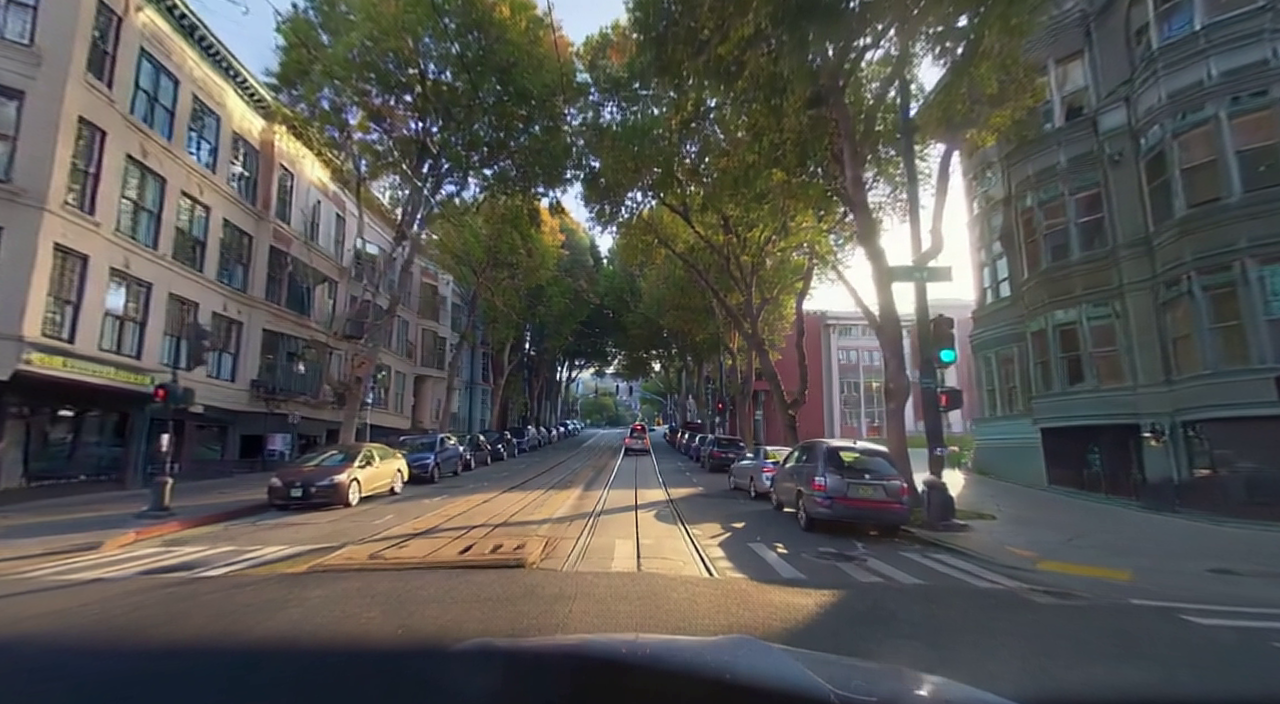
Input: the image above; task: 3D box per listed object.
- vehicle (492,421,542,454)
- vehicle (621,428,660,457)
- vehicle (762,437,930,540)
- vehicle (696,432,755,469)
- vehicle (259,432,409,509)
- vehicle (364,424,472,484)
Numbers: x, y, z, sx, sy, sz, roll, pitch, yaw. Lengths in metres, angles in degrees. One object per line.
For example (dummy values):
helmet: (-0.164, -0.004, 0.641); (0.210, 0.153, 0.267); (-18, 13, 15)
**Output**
vehicle: (-7.354, 5.201, 38.248); (2.049, 1.821, 5.066); (0, -8, 0)
vehicle: (-0.019, 5.075, 35.484); (1.984, 1.571, 3.404); (0, -8, -3)
vehicle: (3.911, 2.614, 12.865); (1.929, 1.723, 4.134); (0, -8, -1)
vehicle: (3.776, 4.431, 28.617); (1.890, 1.559, 4.281); (0, -8, -2)
vehicle: (-7.358, 2.922, 15.702); (1.779, 1.588, 3.953); (2, -10, -2)
vehicle: (-7.382, 3.469, 21.578); (1.861, 1.751, 4.550); (1, -9, 2)
